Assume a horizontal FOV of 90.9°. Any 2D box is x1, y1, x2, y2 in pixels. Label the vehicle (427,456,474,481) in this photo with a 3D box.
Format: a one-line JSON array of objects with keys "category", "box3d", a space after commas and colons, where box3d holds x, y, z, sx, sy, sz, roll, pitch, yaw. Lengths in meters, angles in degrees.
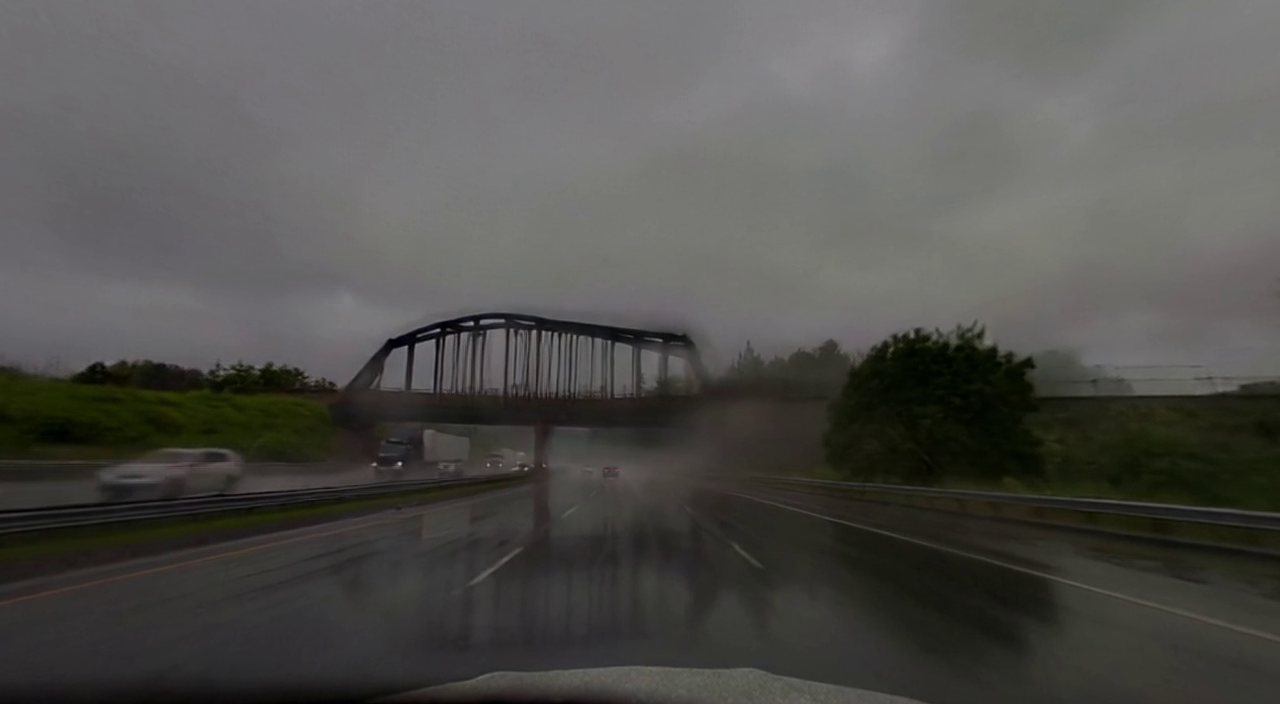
[{"category": "vehicle", "box3d": [-12.696, 7.849, 42.505, 1.875, 1.516, 4.293, 1, -10, 0]}]
